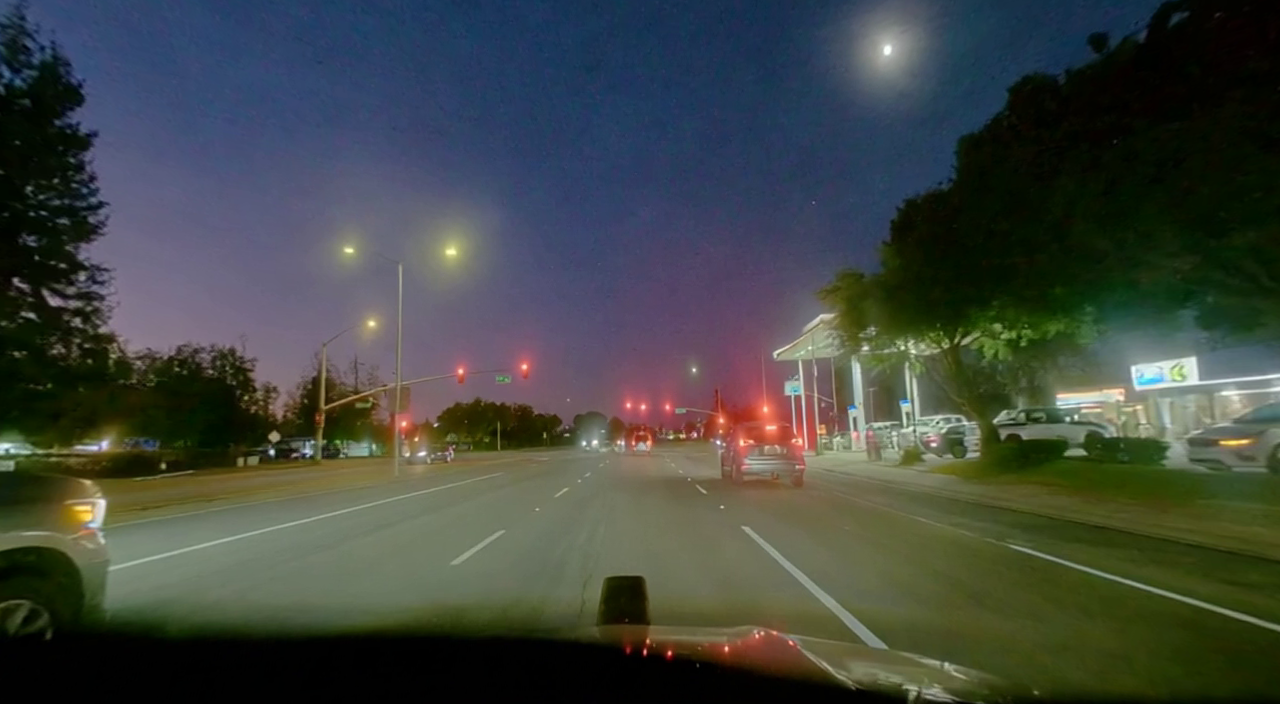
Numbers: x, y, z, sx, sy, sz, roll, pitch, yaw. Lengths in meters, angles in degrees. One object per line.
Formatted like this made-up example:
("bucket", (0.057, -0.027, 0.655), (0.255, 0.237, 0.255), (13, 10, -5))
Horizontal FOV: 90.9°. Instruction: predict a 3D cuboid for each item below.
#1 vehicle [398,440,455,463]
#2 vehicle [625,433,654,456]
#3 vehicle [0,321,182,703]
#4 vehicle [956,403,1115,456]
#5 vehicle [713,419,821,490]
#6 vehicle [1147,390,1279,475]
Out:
("vehicle", (-16.442, 7.689, 48.792), (1.883, 1.623, 4.588), (-3, -9, 16))
("vehicle", (0.003, 7.099, 48.263), (2.067, 1.702, 3.987), (0, -8, 1))
("vehicle", (-3.767, 0.585, 1.360), (2.047, 1.810, 4.589), (0, -8, 0))
("vehicle", (15.783, 3.129, 25.376), (4.864, 2.023, 2.132), (0, -8, 1))
("vehicle", (3.448, 2.889, 18.030), (2.083, 1.779, 4.347), (0, -8, -1))
("vehicle", (15.677, 1.906, 14.806), (5.717, 1.809, 2.161), (0, -8, -3))
